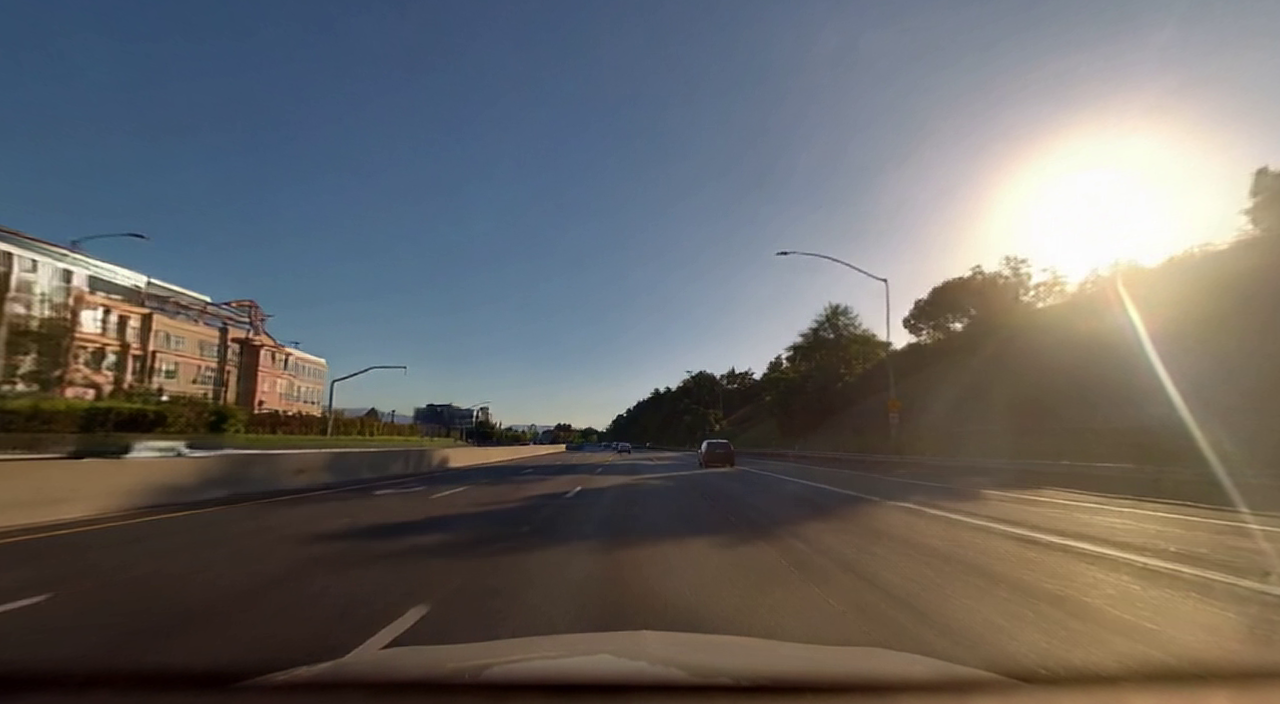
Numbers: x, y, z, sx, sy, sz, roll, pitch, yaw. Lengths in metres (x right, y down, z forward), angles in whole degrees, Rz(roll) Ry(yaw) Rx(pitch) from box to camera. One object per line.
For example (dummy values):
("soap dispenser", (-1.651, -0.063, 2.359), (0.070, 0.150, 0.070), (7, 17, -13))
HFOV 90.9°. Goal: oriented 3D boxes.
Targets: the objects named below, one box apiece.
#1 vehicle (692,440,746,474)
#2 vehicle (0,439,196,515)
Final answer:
("vehicle", (3.651, 4.925, 29.877), (1.926, 1.477, 4.025), (0, -8, -1))
("vehicle", (-13.036, 2.812, 14.754), (1.940, 1.482, 4.653), (0, -8, 0))
